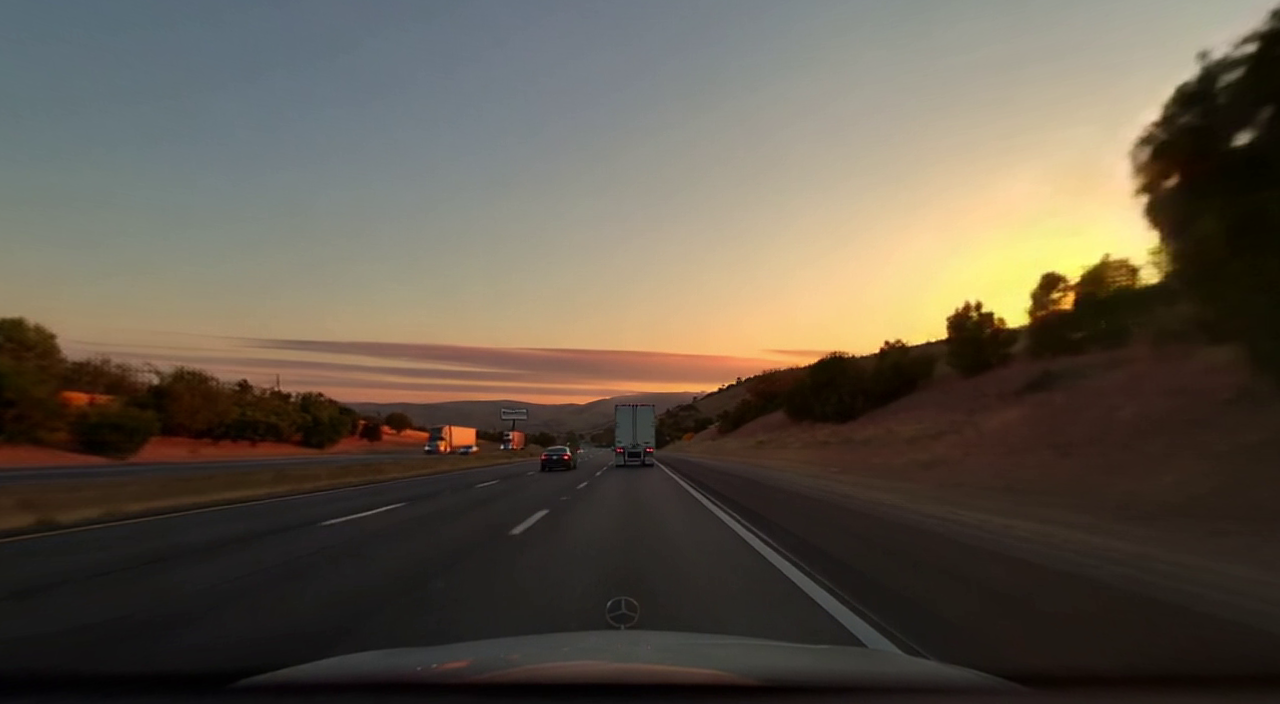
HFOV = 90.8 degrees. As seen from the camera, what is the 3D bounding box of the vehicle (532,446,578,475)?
[{"bbox_3d":[-4.654,5.974,35.109,1.892,1.471,5.047,0,-9,-1],"label":"vehicle"}]
